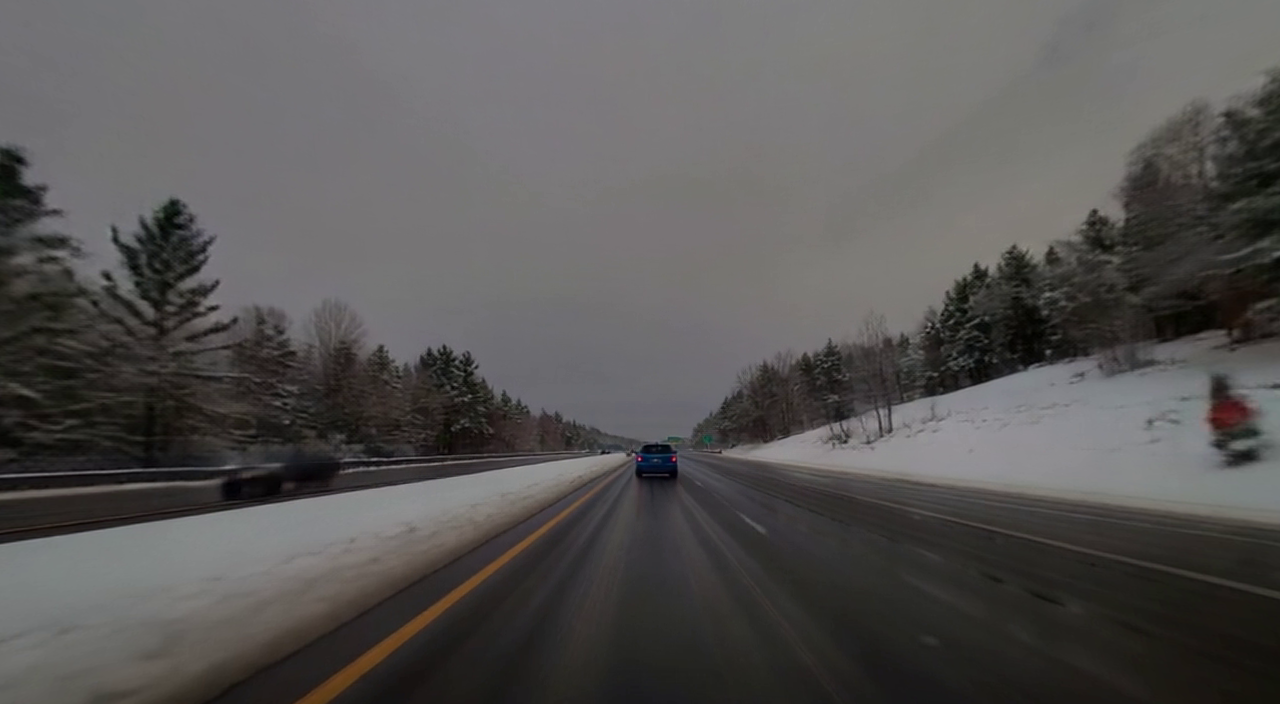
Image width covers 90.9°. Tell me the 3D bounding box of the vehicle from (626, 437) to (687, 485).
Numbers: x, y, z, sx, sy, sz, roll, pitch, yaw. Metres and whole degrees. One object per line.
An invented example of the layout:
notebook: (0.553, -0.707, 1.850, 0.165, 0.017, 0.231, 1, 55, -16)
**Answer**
vehicle: (0.617, 4.265, 24.794, 2.190, 1.706, 4.062, 0, -9, 1)

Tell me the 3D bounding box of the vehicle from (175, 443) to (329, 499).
vehicle: (-11.512, 3.533, 19.111, 1.995, 1.478, 4.157, 0, -9, 1)
